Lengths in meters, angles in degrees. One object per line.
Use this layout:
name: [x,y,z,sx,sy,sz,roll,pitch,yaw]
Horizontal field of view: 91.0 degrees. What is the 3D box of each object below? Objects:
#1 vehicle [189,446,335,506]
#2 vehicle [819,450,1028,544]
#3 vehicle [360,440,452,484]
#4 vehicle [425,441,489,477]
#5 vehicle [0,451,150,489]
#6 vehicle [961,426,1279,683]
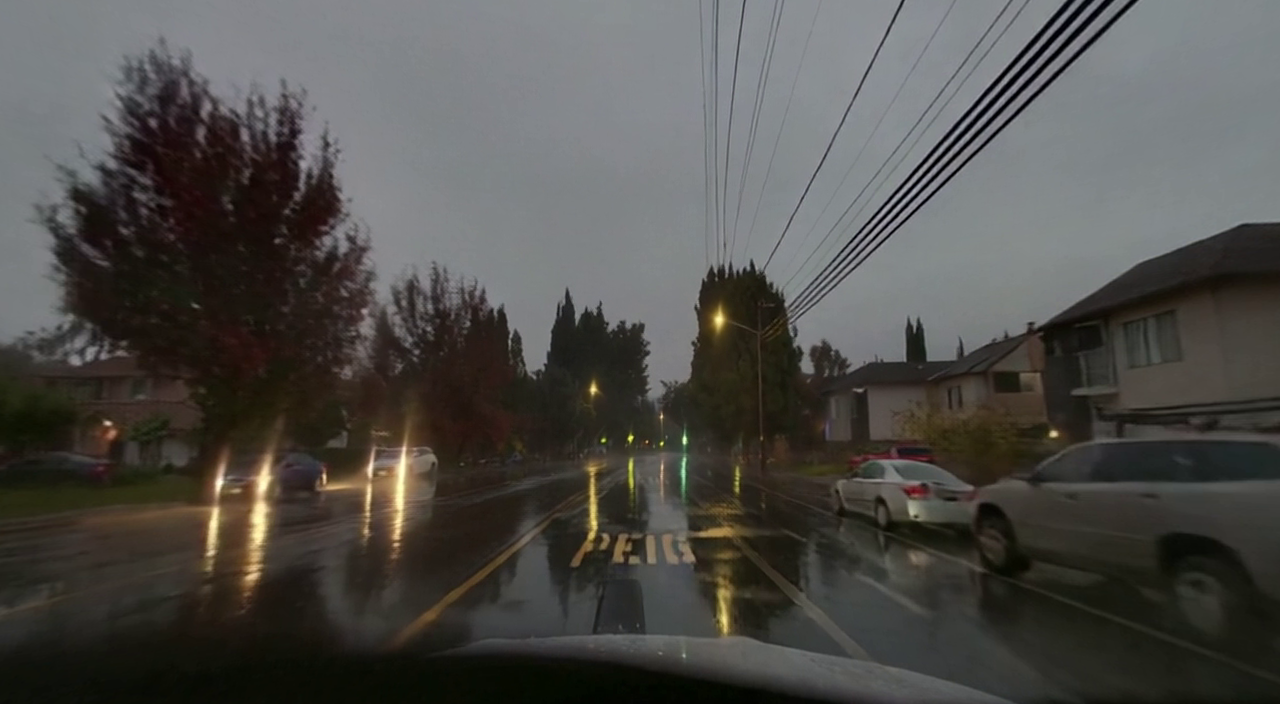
vehicle: [-12.003,3.968,20.443,1.907,1.612,4.594,-3,-10,0]
vehicle: [5.148,2.654,12.287,1.959,1.439,4.532,0,-9,0]
vehicle: [-11.527,5.485,31.541,2.225,1.887,5.672,-3,-9,3]
vehicle: [-11.166,6.577,38.800,2.114,1.925,5.449,-3,-9,2]
vehicle: [-23.160,4.807,25.834,4.326,1.468,2.025,0,-9,1]
vehicle: [5.176,1.537,5.537,2.009,1.649,5.156,0,-9,0]
